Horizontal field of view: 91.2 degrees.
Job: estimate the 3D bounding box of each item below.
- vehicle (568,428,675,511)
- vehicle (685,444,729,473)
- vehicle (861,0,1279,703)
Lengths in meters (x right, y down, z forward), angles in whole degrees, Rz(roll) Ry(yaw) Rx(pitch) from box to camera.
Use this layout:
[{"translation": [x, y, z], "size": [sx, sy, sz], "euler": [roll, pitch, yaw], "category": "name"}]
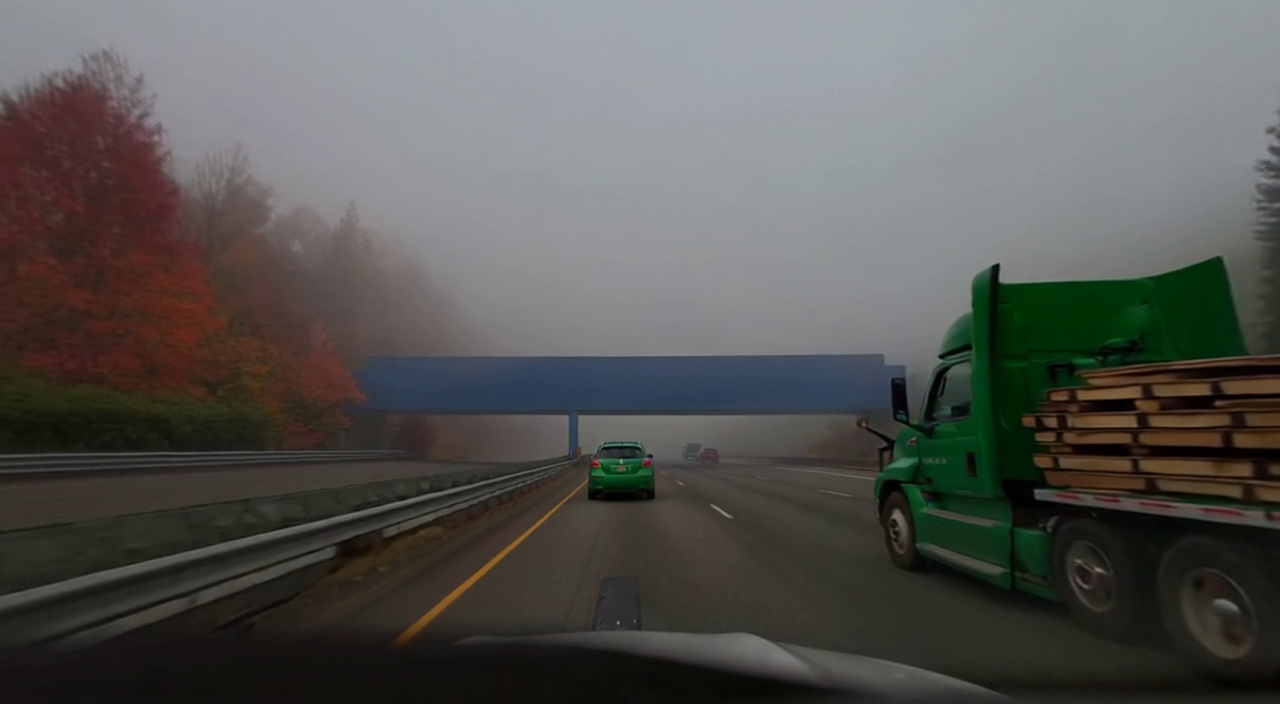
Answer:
[{"translation": [-0.401, 2.783, 15.227], "size": [2.259, 1.699, 4.015], "euler": [0, -9, 0], "category": "vehicle"}, {"translation": [3.686, 5.931, 35.145], "size": [1.894, 1.487, 3.751], "euler": [0, -9, -2], "category": "vehicle"}, {"translation": [4.168, -0.186, 2.835], "size": [2.992, 3.920, 8.831], "euler": [0, -9, 0], "category": "vehicle"}]
